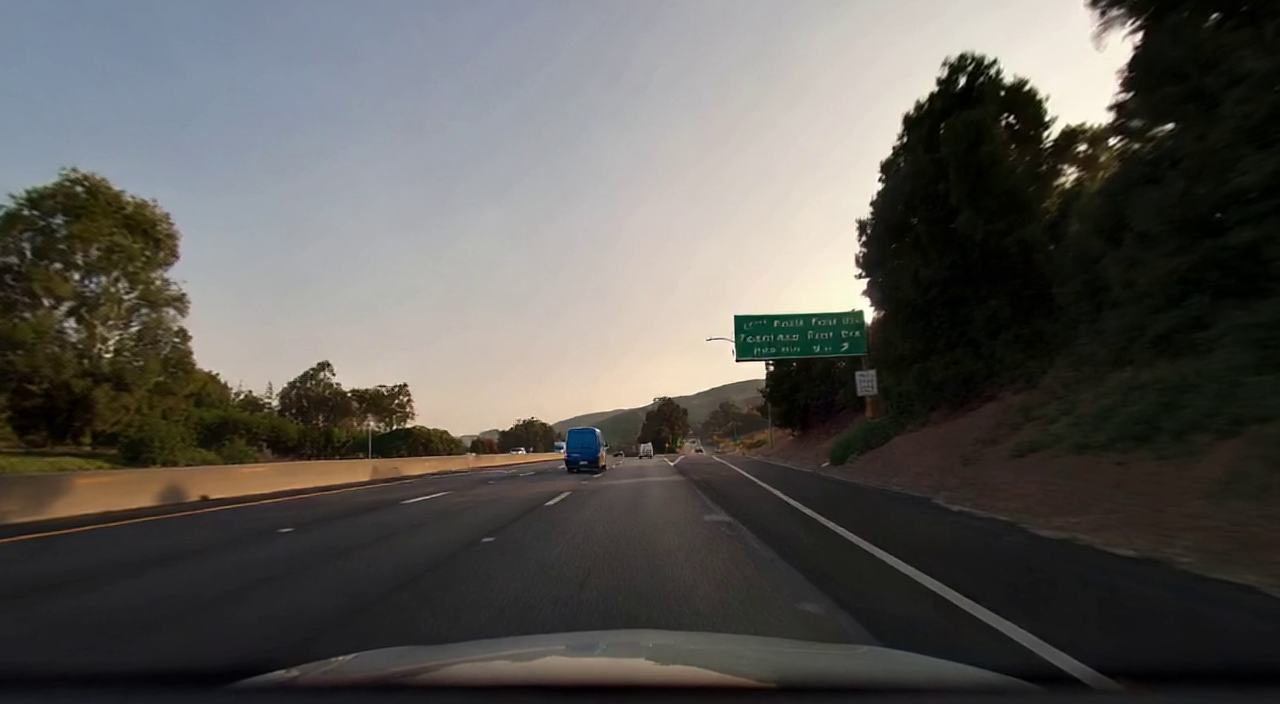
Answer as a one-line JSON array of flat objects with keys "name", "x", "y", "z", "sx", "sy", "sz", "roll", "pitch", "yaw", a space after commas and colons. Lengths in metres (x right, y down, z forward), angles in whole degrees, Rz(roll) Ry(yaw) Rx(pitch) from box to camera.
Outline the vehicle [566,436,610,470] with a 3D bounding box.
[{"name": "vehicle", "x": -3.000, "y": 5.938, "z": 37.100, "sx": 2.169, "sy": 1.849, "sz": 4.639, "roll": 0, "pitch": -8, "yaw": 0}]
